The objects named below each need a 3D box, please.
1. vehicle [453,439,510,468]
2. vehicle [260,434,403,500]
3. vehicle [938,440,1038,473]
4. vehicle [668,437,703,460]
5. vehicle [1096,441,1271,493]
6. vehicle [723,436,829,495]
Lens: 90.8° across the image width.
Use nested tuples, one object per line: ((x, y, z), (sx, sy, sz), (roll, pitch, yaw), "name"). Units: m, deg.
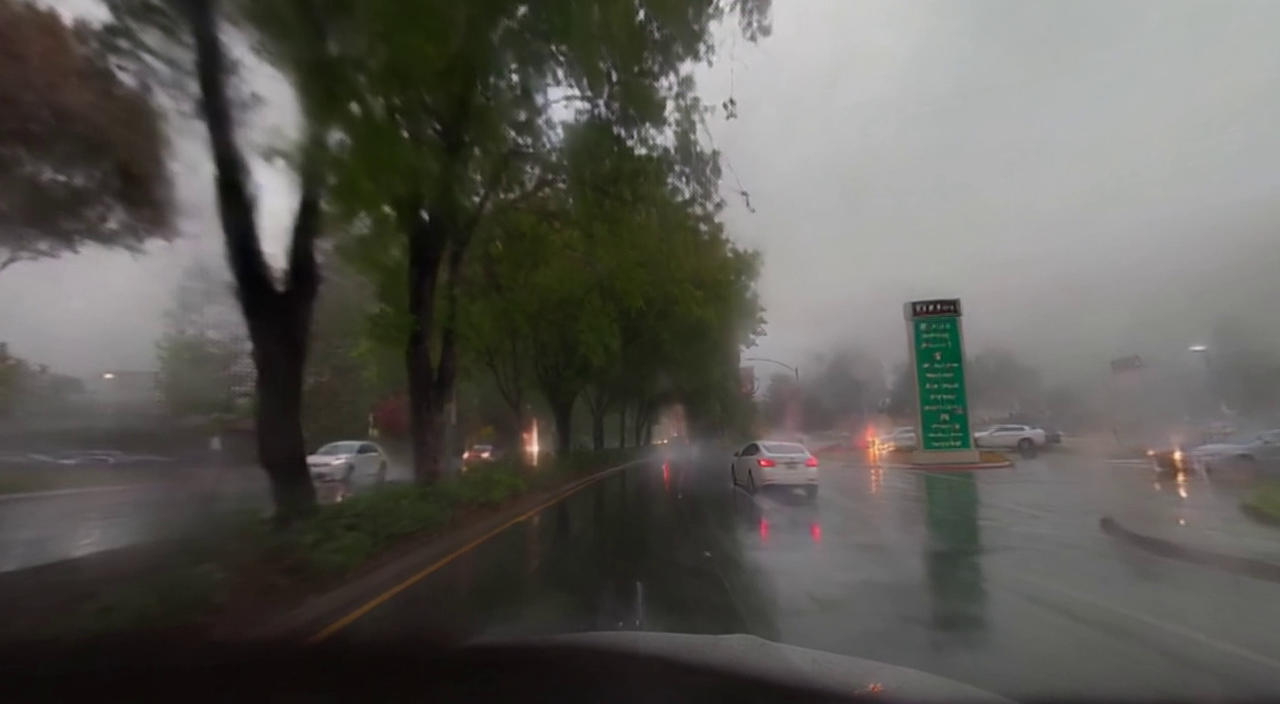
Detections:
((-9.951, 6.418, 40.102), (1.951, 1.731, 4.440), (-1, -8, 7), "vehicle")
((-8.952, 3.347, 18.862), (2.045, 1.689, 4.545), (0, -8, -2), "vehicle")
((18.820, 5.665, 34.233), (4.512, 1.561, 1.846), (-8, -11, 31), "vehicle")
((3.577, 7.462, 49.098), (2.123, 1.703, 4.292), (-2, -8, 11), "vehicle")
((17.001, 3.541, 19.803), (4.653, 1.471, 1.850), (2, -9, -17), "vehicle")
((3.841, 3.284, 18.801), (2.132, 1.497, 4.827), (0, -8, 1), "vehicle")
